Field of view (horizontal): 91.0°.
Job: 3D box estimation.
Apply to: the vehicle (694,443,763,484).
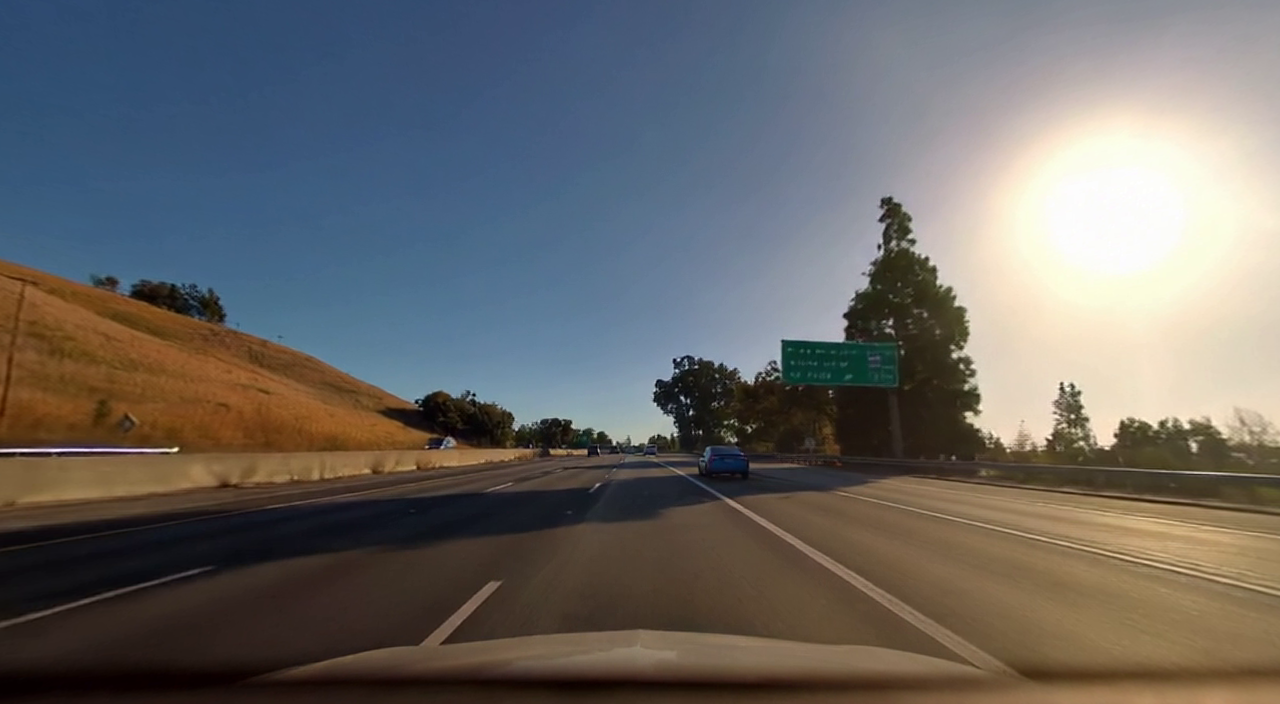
[{"bbox_3d":[3.407,4.402,25.196,2.033,1.501,4.398,0,-9,-1],"label":"vehicle"}]
